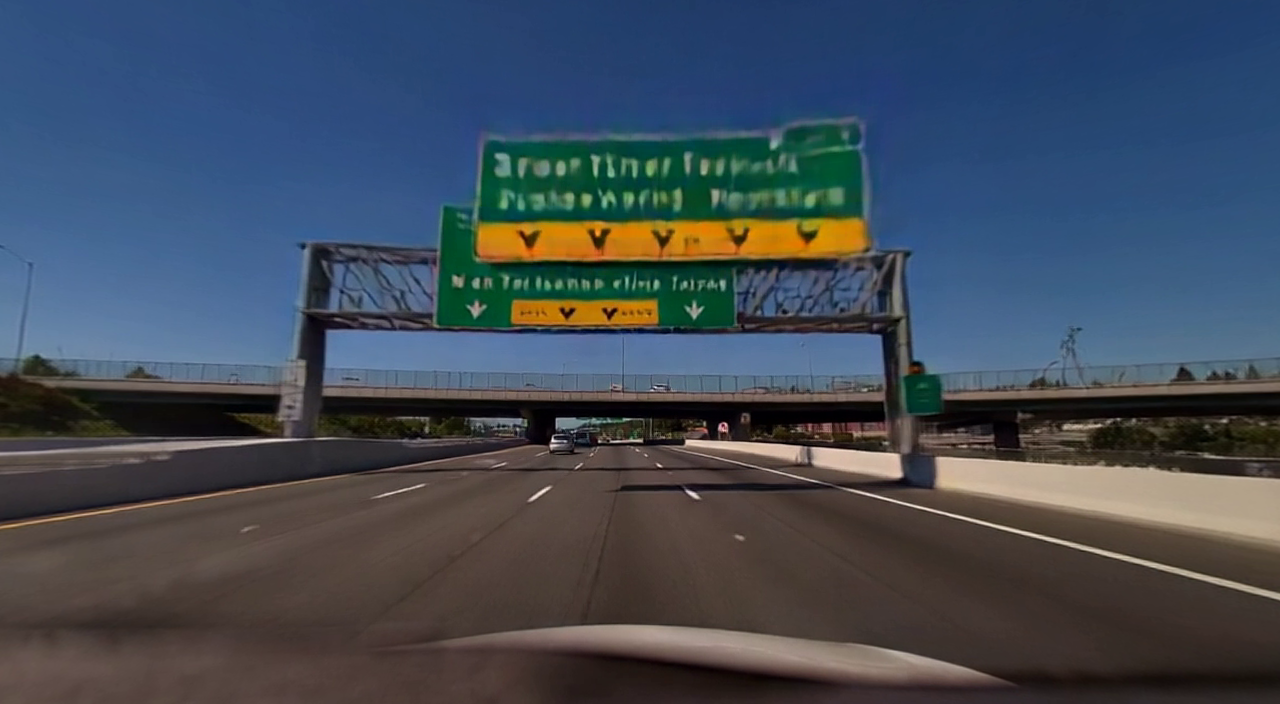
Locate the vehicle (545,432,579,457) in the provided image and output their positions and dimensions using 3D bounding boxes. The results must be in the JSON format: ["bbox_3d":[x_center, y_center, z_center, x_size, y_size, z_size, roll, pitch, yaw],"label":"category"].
[{"bbox_3d":[-5.143,6.147,41.845,1.878,1.548,3.966,0,-8,-1],"label":"vehicle"}]
